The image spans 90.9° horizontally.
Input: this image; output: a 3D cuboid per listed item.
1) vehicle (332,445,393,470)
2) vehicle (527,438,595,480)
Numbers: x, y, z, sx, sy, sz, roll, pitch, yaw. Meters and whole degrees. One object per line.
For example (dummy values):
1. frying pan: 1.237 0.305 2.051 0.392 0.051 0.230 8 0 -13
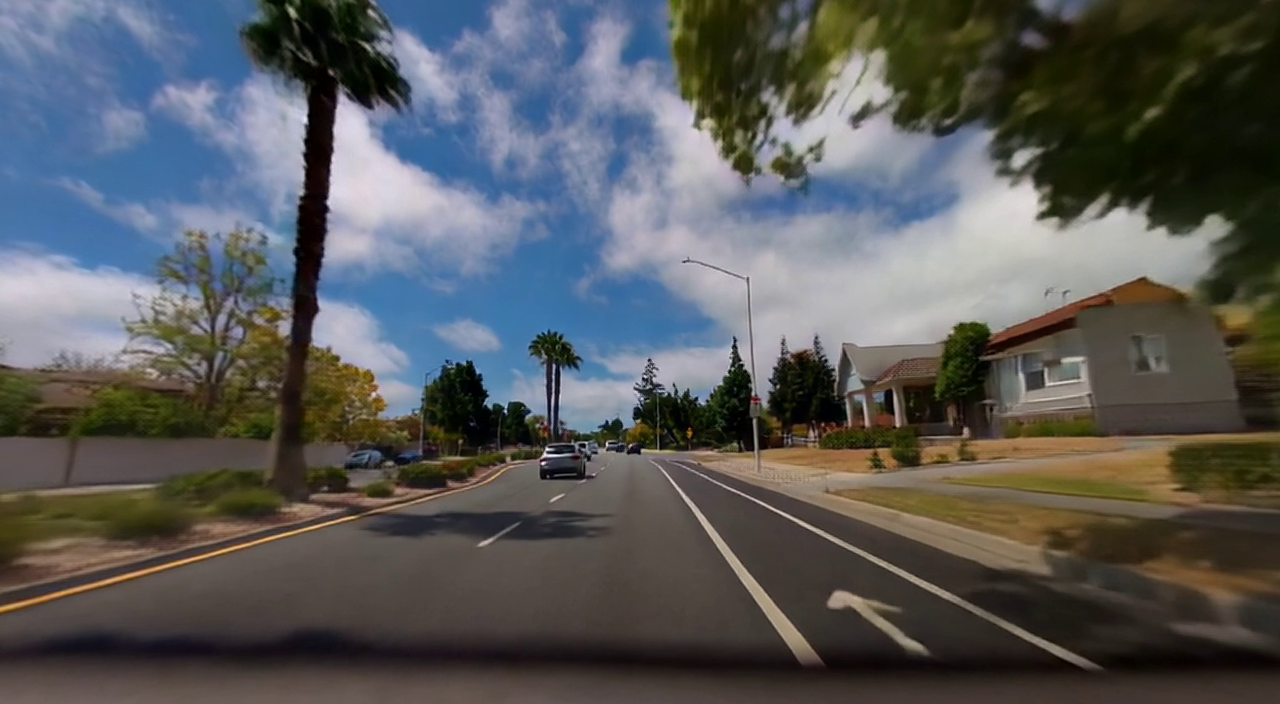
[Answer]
1. vehicle: -19.150 7.330 43.732 2.026 1.563 4.618 0 -10 1
2. vehicle: -3.083 4.286 25.599 2.075 1.498 4.730 0 -8 1
